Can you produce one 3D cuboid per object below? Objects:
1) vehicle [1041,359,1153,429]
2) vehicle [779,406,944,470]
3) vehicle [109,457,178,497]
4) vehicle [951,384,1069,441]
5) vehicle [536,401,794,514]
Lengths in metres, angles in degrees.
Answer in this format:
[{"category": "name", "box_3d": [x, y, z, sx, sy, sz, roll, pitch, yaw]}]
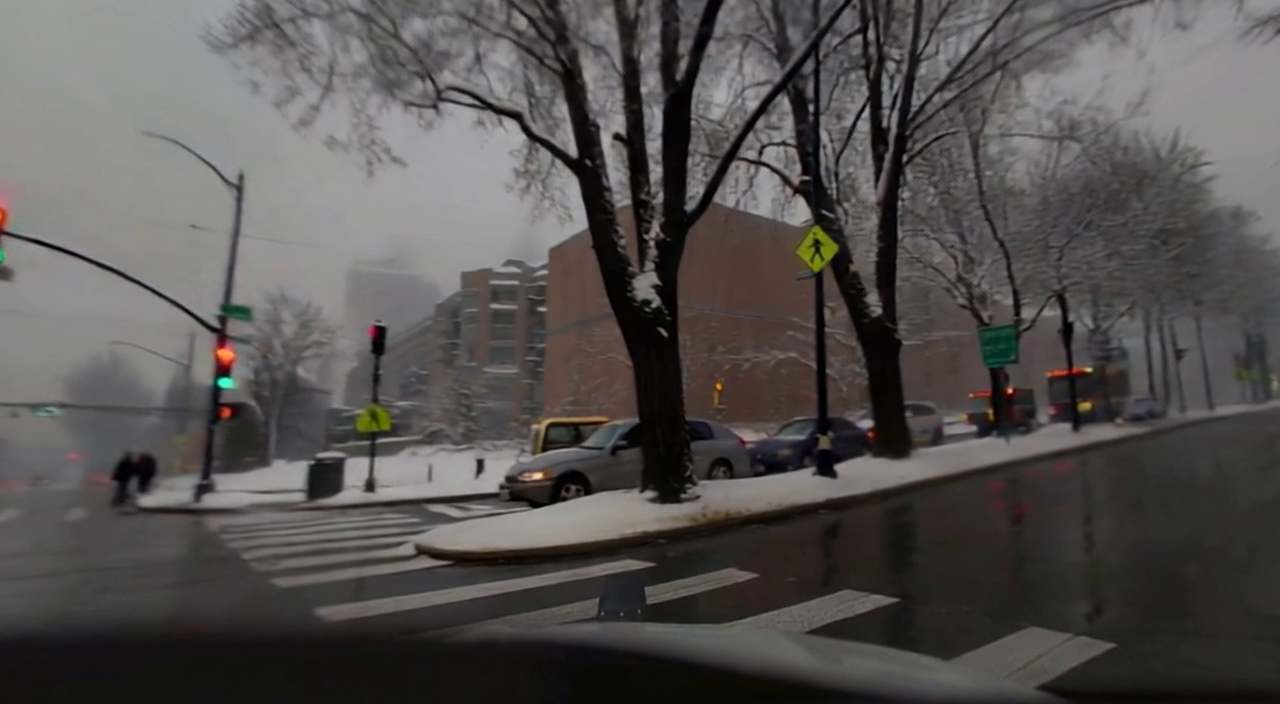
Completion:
[{"category": "vehicle", "box_3d": [20.392, 2.006, 28.091, 5.699, 2.708, 2.268, 6, -12, -38]}, {"category": "vehicle", "box_3d": [5.985, 2.313, 16.819, 4.628, 1.488, 1.826, 6, -11, -37]}, {"category": "vehicle", "box_3d": [-21.050, 5.260, 26.821, 2.037, 1.489, 4.077, 6, -11, -37]}, {"category": "vehicle", "box_3d": [13.568, 2.290, 23.083, 4.599, 1.855, 1.988, 6, -11, -38]}, {"category": "vehicle", "box_3d": [0.601, 2.025, 12.456, 4.841, 1.798, 2.053, 6, -11, -37]}]
